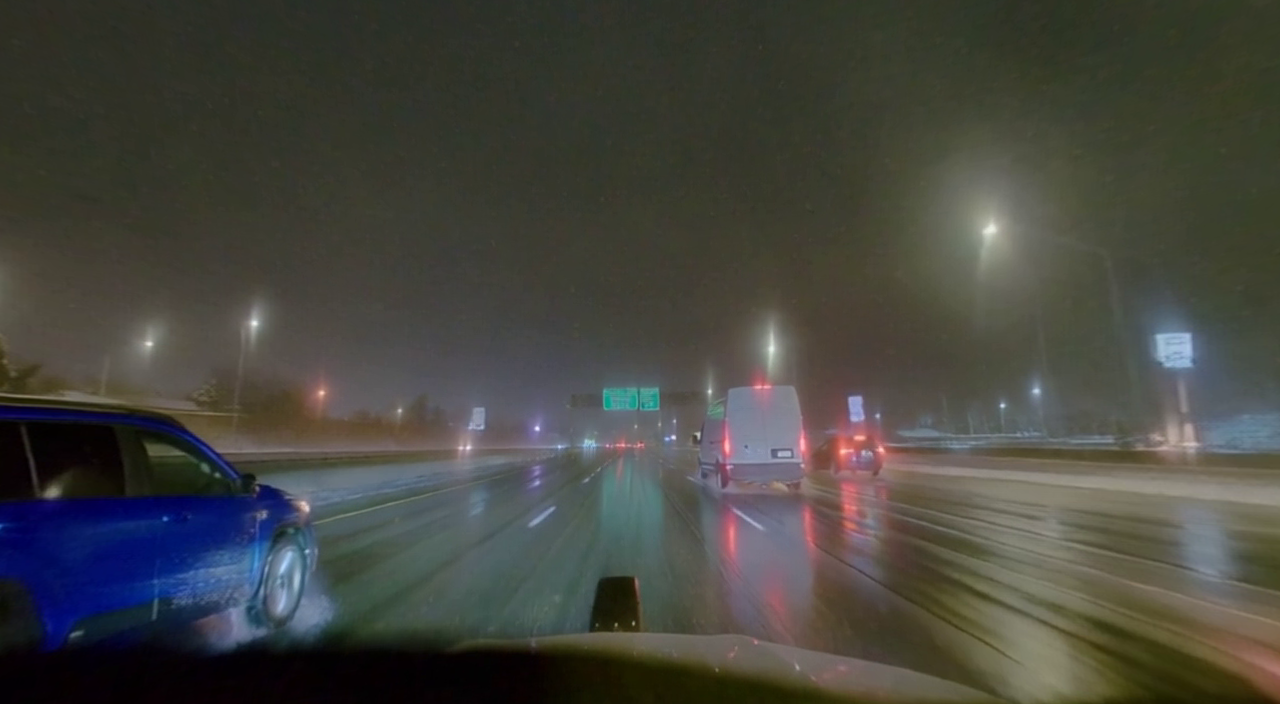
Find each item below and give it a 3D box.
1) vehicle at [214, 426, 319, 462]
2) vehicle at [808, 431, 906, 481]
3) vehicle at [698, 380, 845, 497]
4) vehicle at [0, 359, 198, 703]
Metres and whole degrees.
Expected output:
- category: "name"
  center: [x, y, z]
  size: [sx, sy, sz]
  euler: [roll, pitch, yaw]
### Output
- category: "vehicle"
  center: [-18.029, 4.483, 30.809]
  size: [2.044, 1.573, 4.964]
  euler: [0, -8, 1]
- category: "vehicle"
  center: [7.650, 3.708, 22.762]
  size: [1.978, 1.621, 4.320]
  euler: [0, -8, 0]
- category: "vehicle"
  center: [3.356, 2.490, 18.111]
  size: [2.629, 2.718, 6.740]
  euler: [0, -8, -1]
- category: "vehicle"
  center: [-3.893, 0.734, 1.964]
  size: [2.000, 1.646, 4.201]
  euler: [0, -8, -1]
